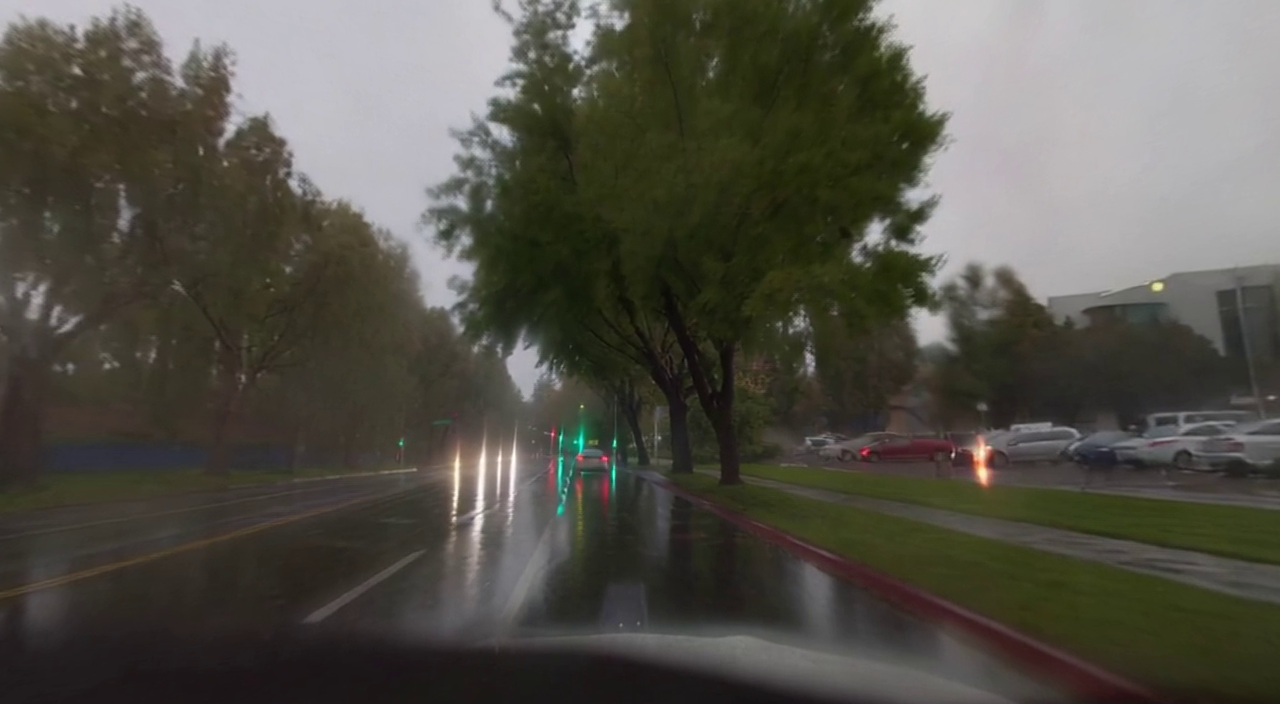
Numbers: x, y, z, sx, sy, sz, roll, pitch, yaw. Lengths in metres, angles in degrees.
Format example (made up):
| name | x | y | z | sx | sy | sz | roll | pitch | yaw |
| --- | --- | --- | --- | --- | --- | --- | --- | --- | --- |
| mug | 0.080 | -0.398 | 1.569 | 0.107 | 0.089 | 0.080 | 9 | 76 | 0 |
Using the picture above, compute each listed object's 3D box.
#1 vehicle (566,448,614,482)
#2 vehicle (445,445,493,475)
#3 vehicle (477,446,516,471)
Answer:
| name | x | y | z | sx | sy | sz | roll | pitch | yaw |
| --- | --- | --- | --- | --- | --- | --- | --- | --- | --- |
| vehicle | -2.332 | 5.299 | 29.988 | 2.111 | 1.466 | 4.223 | 0 | -8 | -3 |
| vehicle | -10.523 | 6.662 | 39.171 | 2.049 | 1.723 | 4.310 | 0 | -8 | -4 |
| vehicle | -10.786 | 7.984 | 47.783 | 2.121 | 1.752 | 4.513 | 0 | -8 | -4 |
